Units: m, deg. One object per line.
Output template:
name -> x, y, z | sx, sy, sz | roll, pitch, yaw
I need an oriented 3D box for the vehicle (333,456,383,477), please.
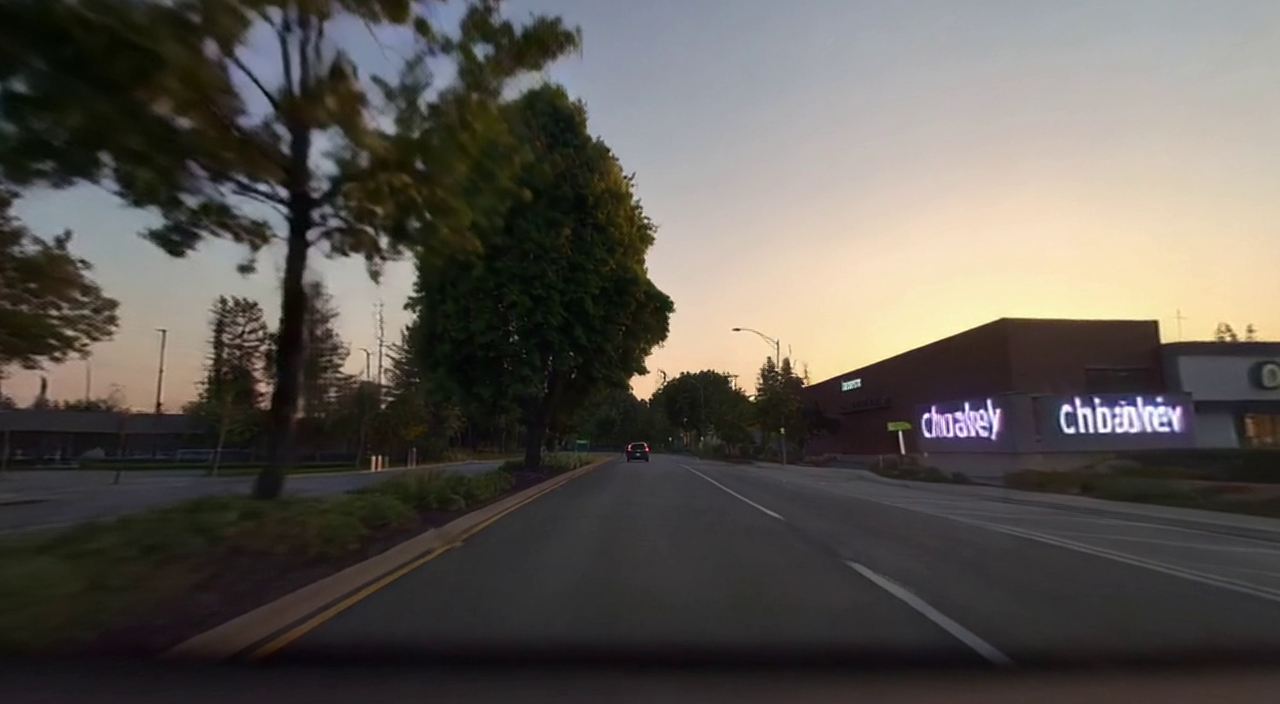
vehicle -> -20.787, 8.459, 46.757 | 1.904, 1.412, 3.929 | 0, -9, 0
